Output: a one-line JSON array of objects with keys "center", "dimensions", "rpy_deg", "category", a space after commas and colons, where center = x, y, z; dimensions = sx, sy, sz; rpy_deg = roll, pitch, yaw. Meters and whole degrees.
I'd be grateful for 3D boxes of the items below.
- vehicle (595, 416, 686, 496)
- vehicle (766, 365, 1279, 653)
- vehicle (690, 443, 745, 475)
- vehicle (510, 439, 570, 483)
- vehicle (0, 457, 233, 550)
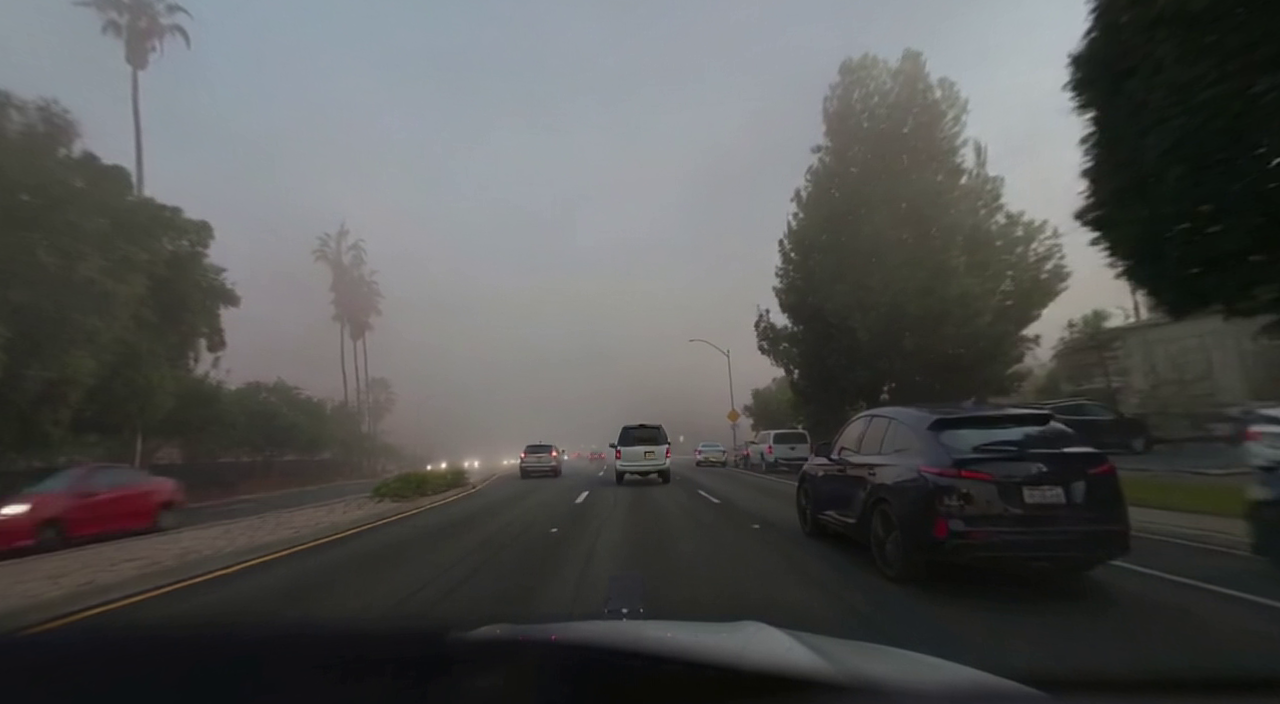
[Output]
[{"center": [-0.192, 3.330, 20.409], "dimensions": [2.507, 2.161, 6.049], "rpy_deg": [0, -9, -4], "category": "vehicle"}, {"center": [3.463, 1.464, 7.215], "dimensions": [2.576, 1.815, 6.267], "rpy_deg": [0, -9, -1], "category": "vehicle"}, {"center": [3.669, 5.176, 30.617], "dimensions": [2.178, 1.411, 4.732], "rpy_deg": [-1, -9, 1], "category": "vehicle"}, {"center": [-4.211, 4.677, 27.168], "dimensions": [2.235, 1.682, 4.662], "rpy_deg": [0, -9, -5], "category": "vehicle"}, {"center": [-11.739, 3.247, 14.154], "dimensions": [2.068, 1.630, 4.650], "rpy_deg": [0, -9, -1], "category": "vehicle"}]
